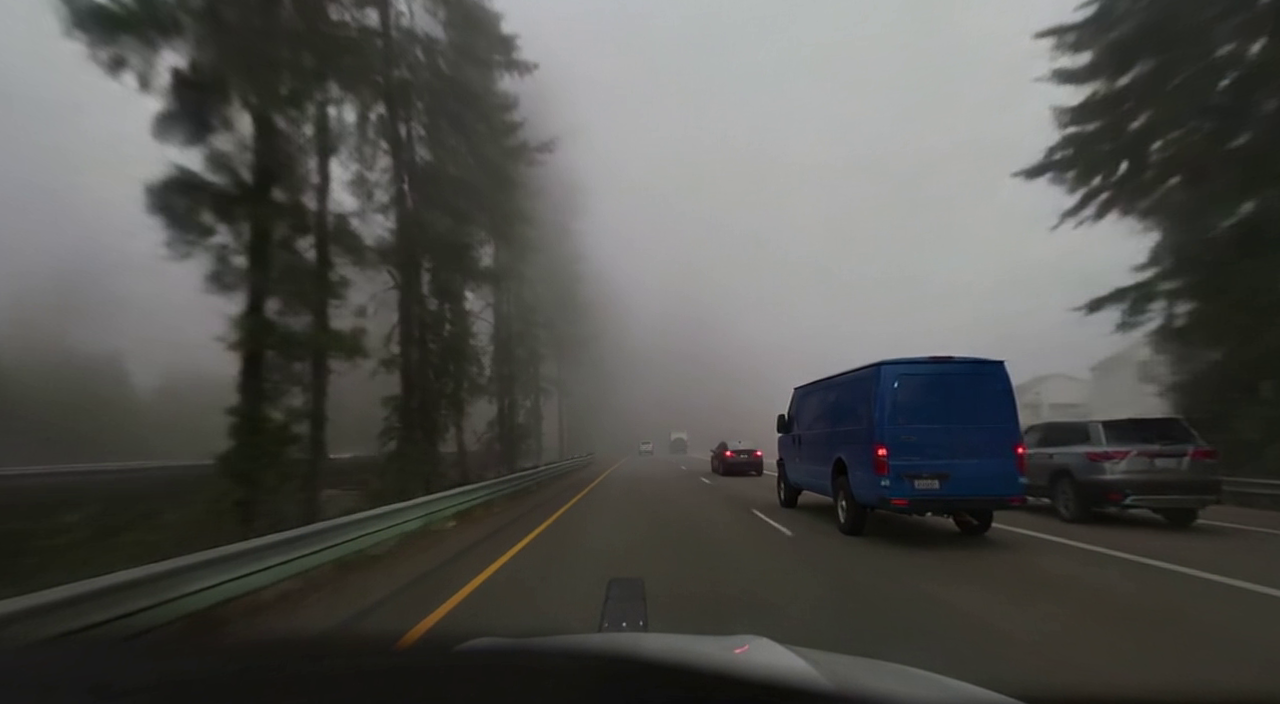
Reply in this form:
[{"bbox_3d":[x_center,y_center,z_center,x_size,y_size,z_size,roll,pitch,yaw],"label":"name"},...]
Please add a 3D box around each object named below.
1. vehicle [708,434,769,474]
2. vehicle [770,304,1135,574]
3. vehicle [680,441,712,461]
[{"bbox_3d":[4.389,4.643,28.846,2.034,1.651,4.342,0,-8,-1],"label":"vehicle"},{"bbox_3d":[3.673,1.263,9.238,2.302,2.670,5.912,0,-8,1],"label":"vehicle"},{"bbox_3d":[4.265,7.588,48.357,2.050,1.448,4.123,0,-8,-1],"label":"vehicle"}]
